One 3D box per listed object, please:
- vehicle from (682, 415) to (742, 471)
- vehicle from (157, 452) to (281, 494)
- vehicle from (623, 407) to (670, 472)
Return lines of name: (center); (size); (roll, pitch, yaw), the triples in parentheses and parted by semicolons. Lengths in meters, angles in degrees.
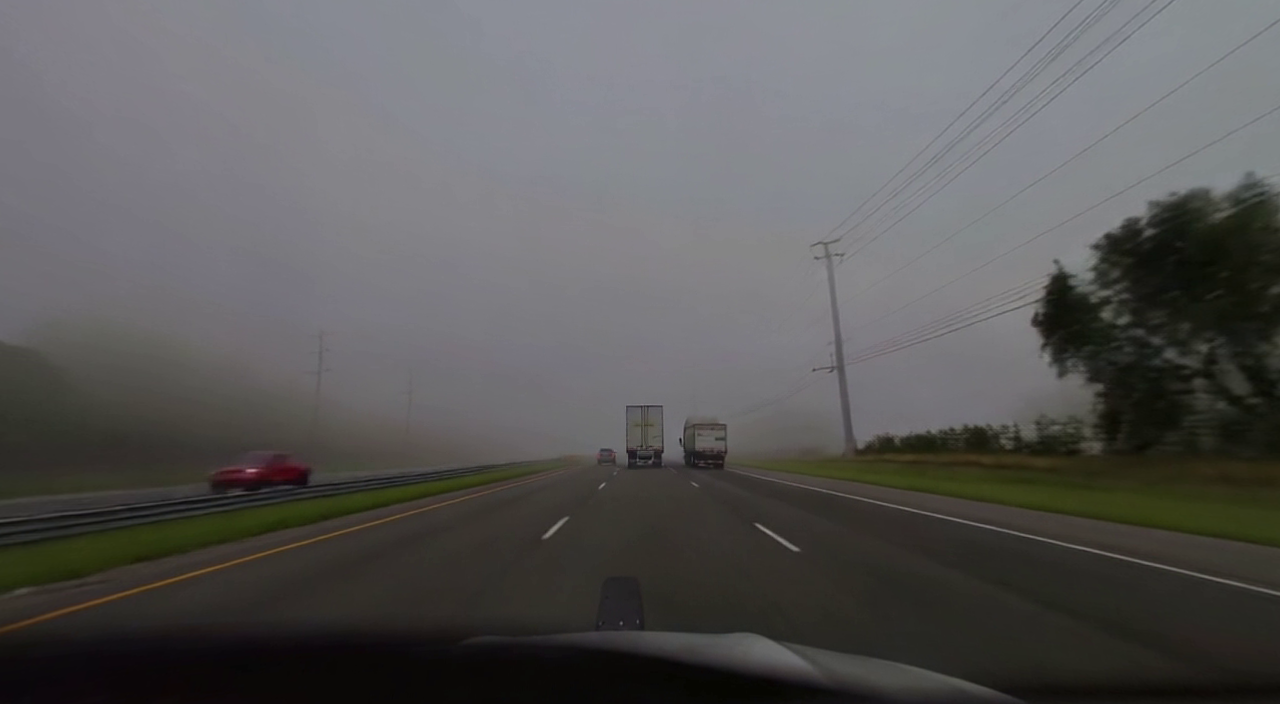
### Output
vehicle: (4.650, 6.254, 42.712); (2.938, 3.378, 8.820); (0, -9, 0)
vehicle: (-16.361, 4.712, 24.837); (1.860, 1.487, 4.322); (0, -9, 0)
vehicle: (0.449, 6.614, 46.786); (2.997, 4.076, 13.224); (0, -9, 0)
